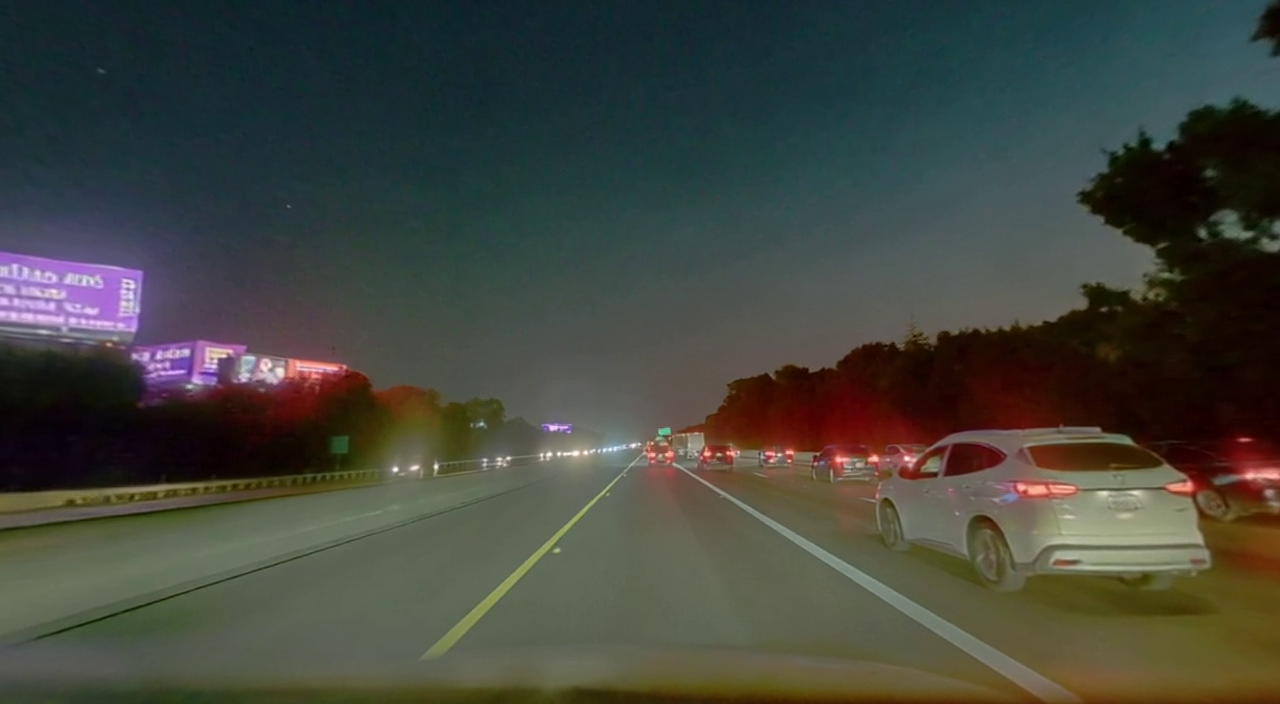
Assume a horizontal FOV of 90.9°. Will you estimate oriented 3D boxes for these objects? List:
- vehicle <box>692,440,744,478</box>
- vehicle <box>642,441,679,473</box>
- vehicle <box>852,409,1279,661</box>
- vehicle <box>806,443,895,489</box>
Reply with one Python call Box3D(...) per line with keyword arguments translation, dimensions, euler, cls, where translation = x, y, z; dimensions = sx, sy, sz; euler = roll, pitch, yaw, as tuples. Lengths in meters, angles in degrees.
Box3D(translation=(4.035, 5.592, 33.369), dimensions=(2.075, 1.845, 4.667), euler=(0, -8, -1), cls="vehicle")
Box3D(translation=(1.200, 6.438, 38.884), dimensions=(2.145, 1.832, 4.004), euler=(-1, -8, 1), cls="vehicle")
Box3D(translation=(3.911, 1.495, 6.336), dimensions=(1.989, 1.609, 4.355), euler=(0, -8, 0), cls="vehicle")
Box3D(translation=(7.735, 4.199, 23.665), dimensions=(1.807, 1.558, 4.352), euler=(0, -8, 0), cls="vehicle")
